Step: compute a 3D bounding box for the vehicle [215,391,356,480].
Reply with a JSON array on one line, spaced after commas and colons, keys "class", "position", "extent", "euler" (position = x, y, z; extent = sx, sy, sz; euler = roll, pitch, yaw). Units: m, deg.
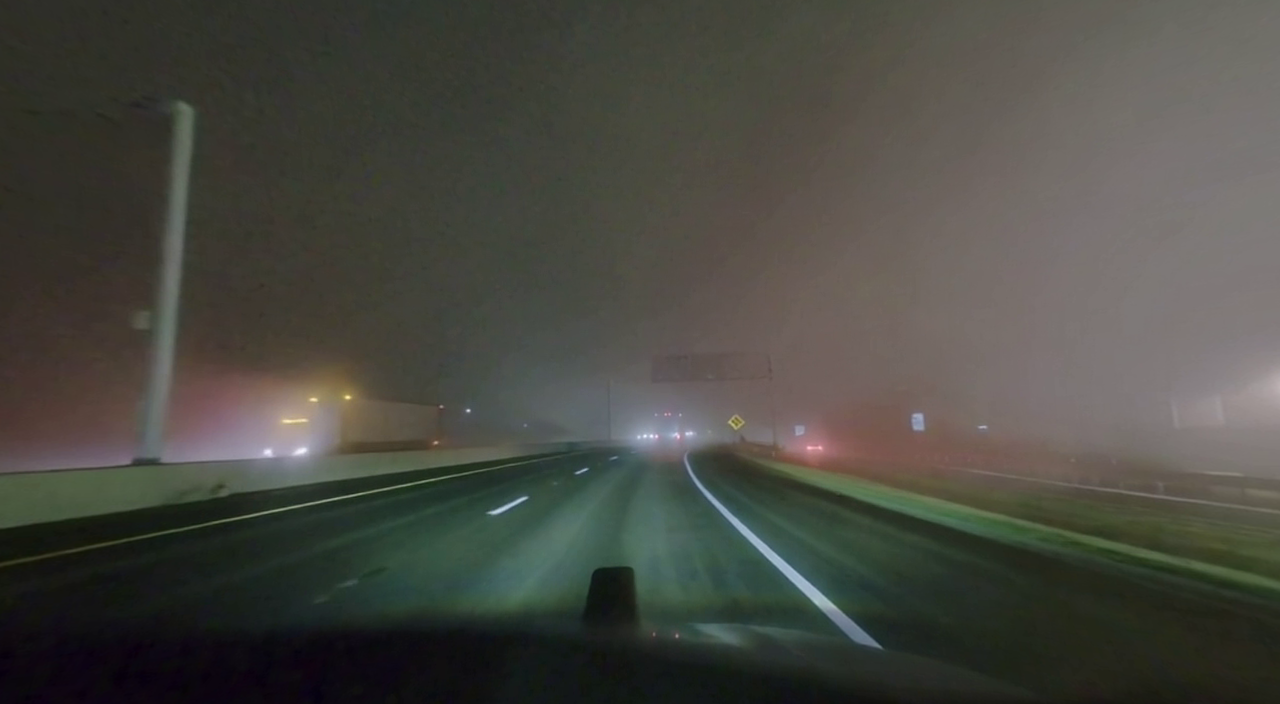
[{"class": "vehicle", "position": [-16.722, 4.012, 30.316], "extent": [2.978, 3.785, 6.055], "euler": [-1, -8, 2]}]
